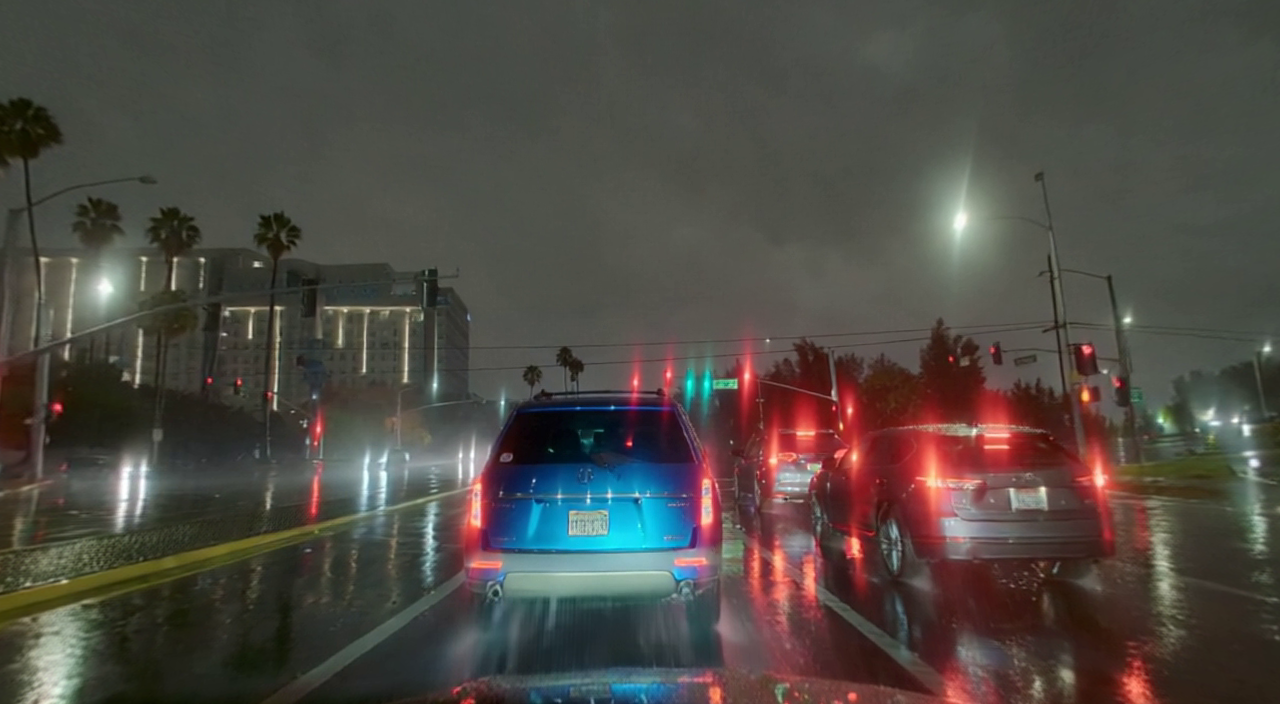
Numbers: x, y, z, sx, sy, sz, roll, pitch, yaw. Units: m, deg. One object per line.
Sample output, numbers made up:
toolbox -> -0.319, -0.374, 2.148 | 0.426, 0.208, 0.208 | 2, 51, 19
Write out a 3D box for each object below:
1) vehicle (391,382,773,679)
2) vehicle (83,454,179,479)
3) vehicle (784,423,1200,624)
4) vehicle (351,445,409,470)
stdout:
vehicle -> -0.327, 1.317, 5.691 | 2.172, 1.694, 4.055 | 0, -8, 0
vehicle -> -38.147, 8.555, 47.110 | 5.347, 1.785, 2.123 | 0, -9, 1
vehicle -> 3.131, 1.609, 6.955 | 1.971, 1.473, 4.495 | 0, -8, 0
vehicle -> -19.855, 8.078, 48.187 | 2.119, 1.786, 5.252 | 0, -9, 1
